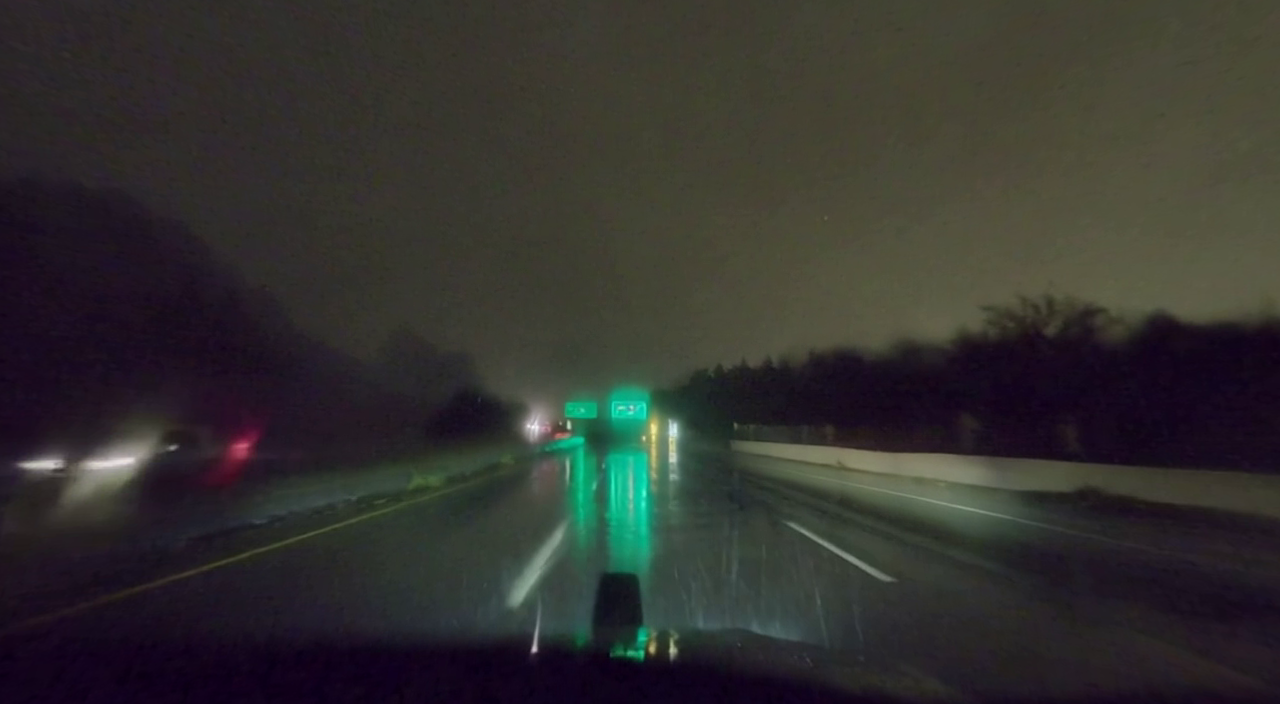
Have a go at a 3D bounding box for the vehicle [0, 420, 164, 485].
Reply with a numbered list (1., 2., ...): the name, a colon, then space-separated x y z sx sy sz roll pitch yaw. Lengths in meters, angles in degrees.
1. vehicle: -15.091 2.591 16.586 1.817 1.483 4.157 0 -8 -1
